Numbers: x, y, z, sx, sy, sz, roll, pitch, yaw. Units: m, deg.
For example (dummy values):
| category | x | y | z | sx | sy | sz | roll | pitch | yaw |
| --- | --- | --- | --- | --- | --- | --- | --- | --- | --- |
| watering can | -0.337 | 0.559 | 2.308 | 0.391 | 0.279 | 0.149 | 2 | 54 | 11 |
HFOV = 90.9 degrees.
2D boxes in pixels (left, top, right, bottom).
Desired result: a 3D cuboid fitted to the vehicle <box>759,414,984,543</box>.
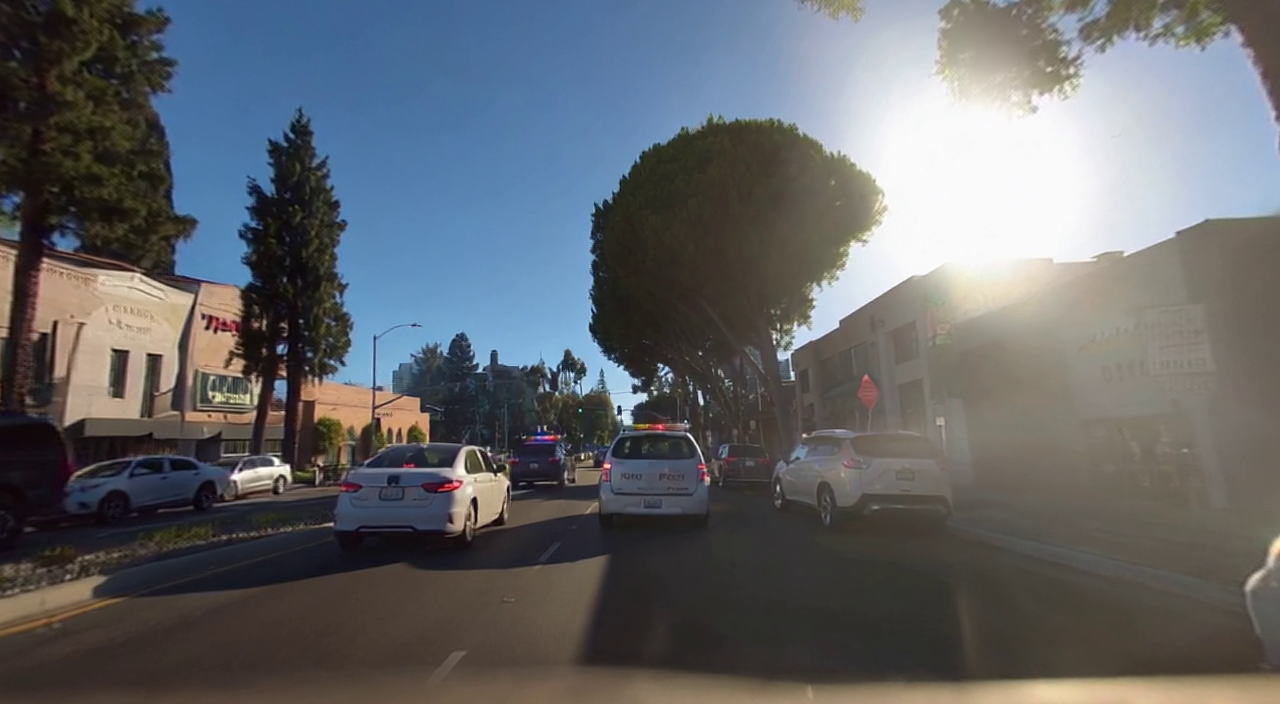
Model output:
| category | x | y | z | sx | sy | sz | roll | pitch | yaw |
| --- | --- | --- | --- | --- | --- | --- | --- | --- | --- |
| vehicle | 4.015 | 2.332 | 12.356 | 2.038 | 1.865 | 5.786 | 2 | -9 | -2 |

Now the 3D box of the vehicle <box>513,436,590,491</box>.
| category | x | y | z | sx | sy | sz | roll | pitch | yaw |
| --- | --- | --- | --- | --- | --- | --- | --- | --- | --- |
| vehicle | -3.134 | 4.048 | 23.251 | 2.135 | 1.806 | 4.514 | 0 | -9 | 0 |

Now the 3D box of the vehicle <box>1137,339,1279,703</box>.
| category | x | y | z | sx | sy | sz | roll | pitch | yaw |
| --- | --- | --- | --- | --- | --- | --- | --- | --- | --- |
| vehicle | 4.060 | 0.601 | 1.193 | 1.987 | 1.877 | 5.330 | 0 | -9 | 2 |

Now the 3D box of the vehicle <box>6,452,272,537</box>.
| category | x | y | z | sx | sy | sz | roll | pitch | yaw |
| --- | --- | --- | --- | --- | --- | --- | --- | --- | --- |
| vehicle | -10.667 | 3.012 | 14.049 | 2.041 | 1.500 | 4.684 | -1 | -9 | 0 |

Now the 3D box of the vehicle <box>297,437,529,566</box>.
| category | x | y | z | sx | sy | sz | roll | pitch | yaw |
| --- | --- | --- | --- | --- | --- | --- | --- | --- | --- |
| vehicle | -3.022 | 2.067 | 9.519 | 1.908 | 1.474 | 4.257 | 0 | -9 | 0 |

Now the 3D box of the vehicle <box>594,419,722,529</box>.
| category | x | y | z | sx | sy | sz | roll | pitch | yaw |
| --- | --- | --- | --- | --- | --- | --- | --- | --- | --- |
| vehicle | 0.280 | 2.290 | 12.294 | 2.075 | 1.770 | 4.018 | 0 | -9 | 0 |
